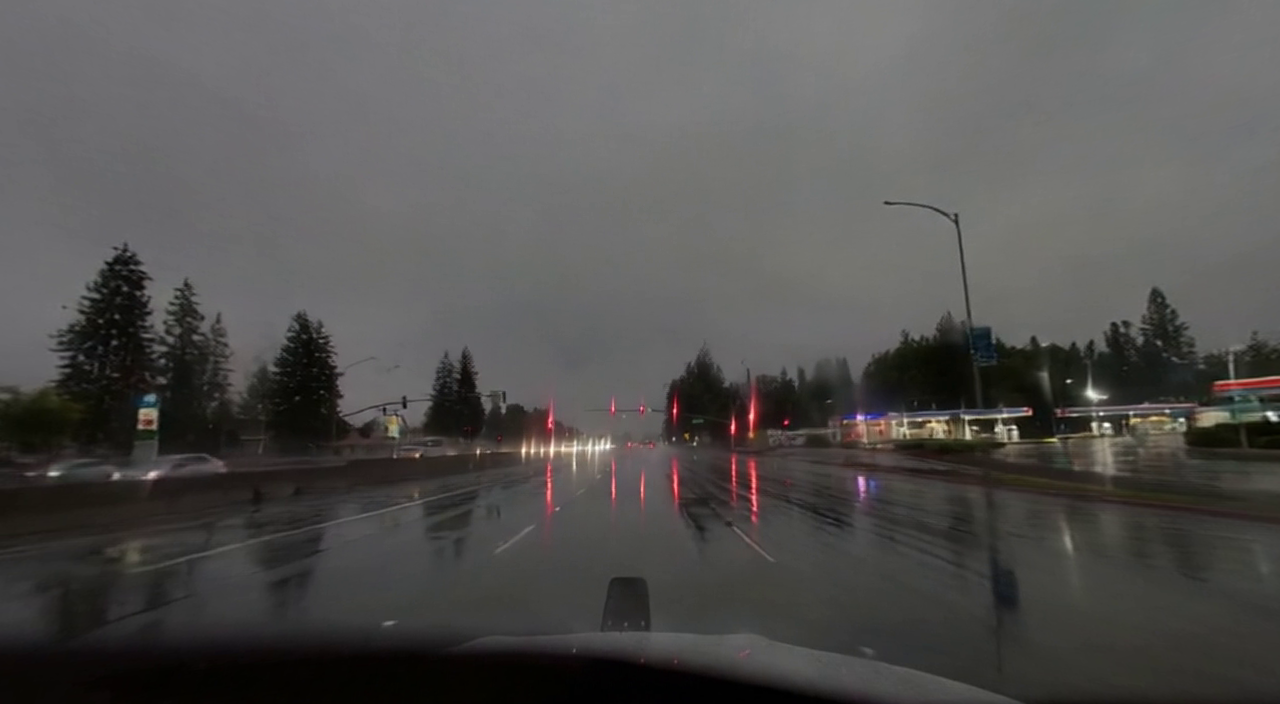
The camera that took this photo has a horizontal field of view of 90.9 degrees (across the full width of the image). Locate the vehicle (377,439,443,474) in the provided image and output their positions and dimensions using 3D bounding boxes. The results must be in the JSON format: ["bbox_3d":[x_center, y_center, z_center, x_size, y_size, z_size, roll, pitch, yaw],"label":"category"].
[{"bbox_3d":[-14.368,6.552,39.776,2.160,1.993,5.347,0,-8,0],"label":"vehicle"}]

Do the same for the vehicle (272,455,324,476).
[{"bbox_3d":[-26.181,8.684,48.354,1.673,1.400,3.902,-1,-8,2],"label":"vehicle"}]

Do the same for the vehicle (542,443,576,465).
[{"bbox_3d":[-5.946,7.495,46.673,1.843,1.528,4.121,0,-8,1],"label":"vehicle"}]

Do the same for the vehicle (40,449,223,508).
[{"bbox_3d":[-14.773,3.640,18.694,1.880,1.496,4.246,0,-8,0],"label":"vehicle"}]
